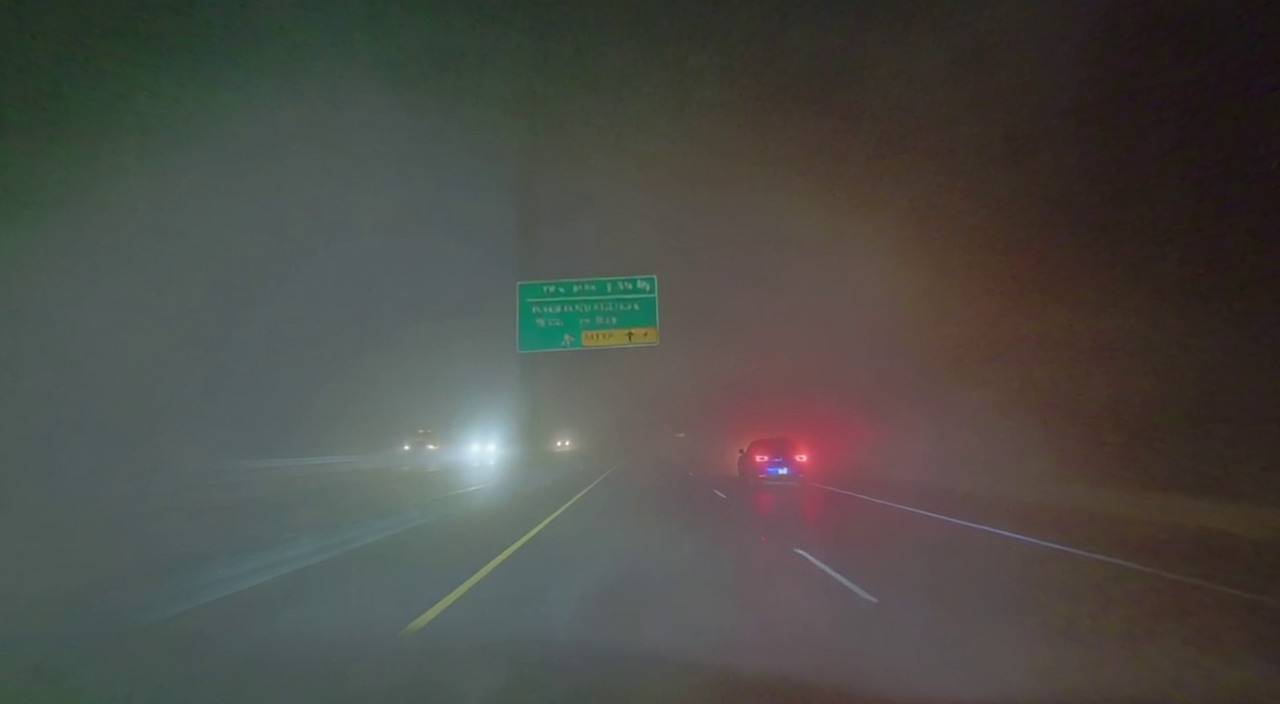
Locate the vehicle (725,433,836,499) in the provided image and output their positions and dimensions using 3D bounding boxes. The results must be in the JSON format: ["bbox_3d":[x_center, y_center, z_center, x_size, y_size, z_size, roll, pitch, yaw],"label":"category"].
[{"bbox_3d":[3.568,2.978,16.857,1.997,1.515,4.025,0,-9,0],"label":"vehicle"}]
